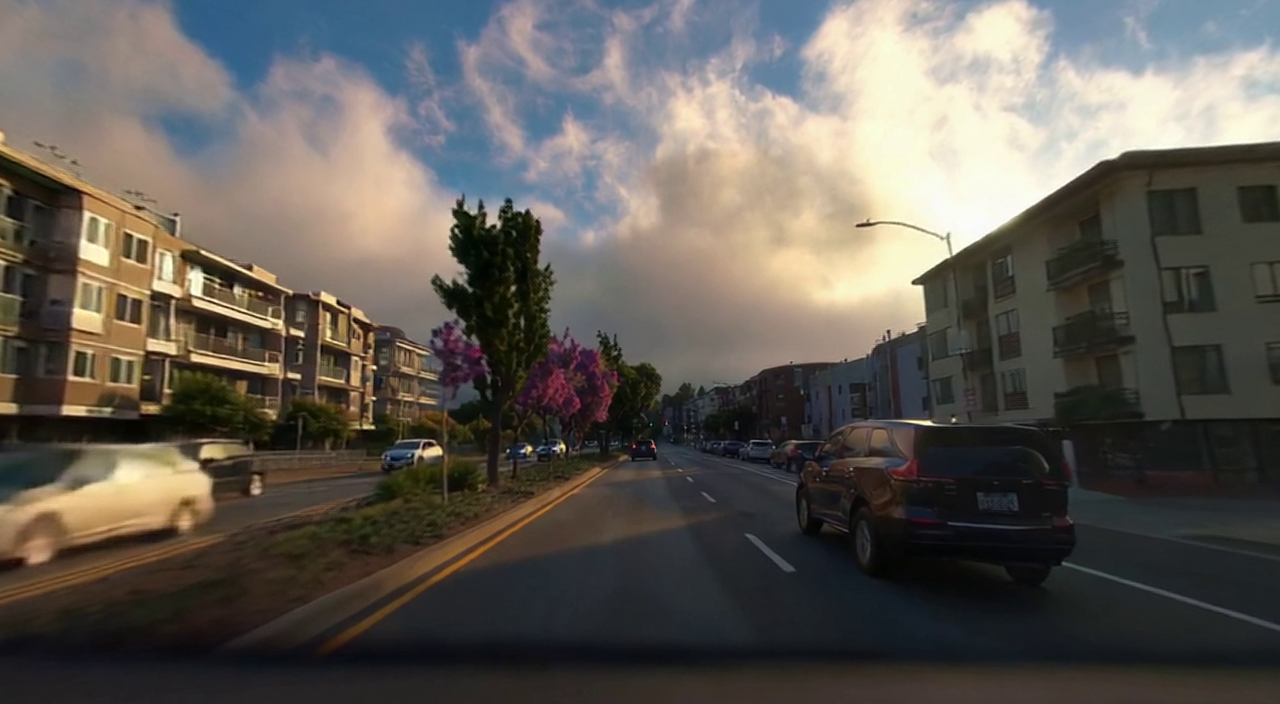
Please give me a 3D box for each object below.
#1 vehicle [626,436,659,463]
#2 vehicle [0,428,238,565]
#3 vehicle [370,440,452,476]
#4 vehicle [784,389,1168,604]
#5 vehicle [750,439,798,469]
[{"bbox_3d":[0.204,6.980,45.237,2.244,1.813,4.129,0,-8,2],"label":"vehicle"},{"bbox_3d":[-8.142,1.896,8.911,1.960,1.530,4.313,0,-8,1],"label":"vehicle"},{"bbox_3d":[-11.784,5.471,32.936,2.191,1.684,5.428,0,-8,1],"label":"vehicle"},{"bbox_3d":[3.269,1.518,7.494,2.071,1.747,4.549,0,-8,1],"label":"vehicle"},{"bbox_3d":[8.042,6.152,38.194,1.869,1.658,4.405,0,-8,-1],"label":"vehicle"}]
